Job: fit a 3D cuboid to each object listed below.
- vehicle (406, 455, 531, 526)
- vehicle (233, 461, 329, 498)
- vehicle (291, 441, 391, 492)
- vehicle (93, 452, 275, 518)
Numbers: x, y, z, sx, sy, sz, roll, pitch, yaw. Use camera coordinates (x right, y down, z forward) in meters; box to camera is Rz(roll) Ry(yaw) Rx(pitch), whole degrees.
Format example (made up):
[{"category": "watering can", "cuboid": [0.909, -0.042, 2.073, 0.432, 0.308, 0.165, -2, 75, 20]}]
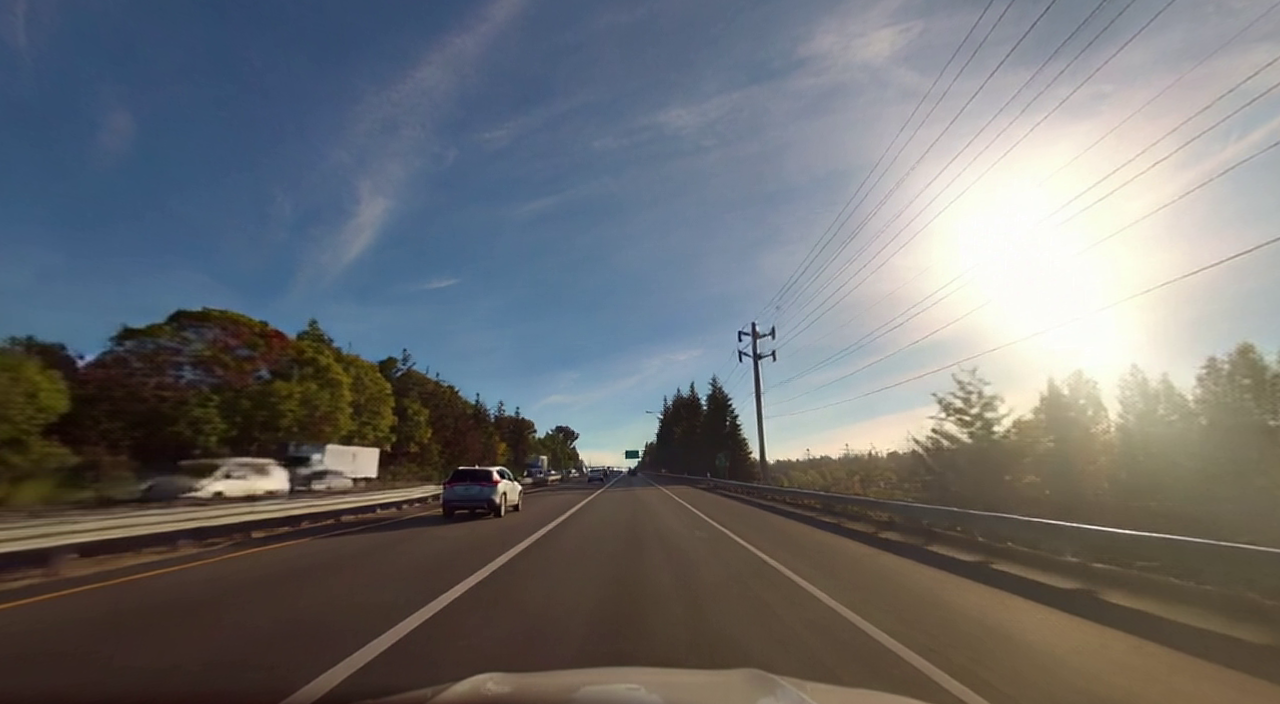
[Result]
[{"category": "vehicle", "cuboid": [-4.123, 3.430, 15.965, 1.963, 1.501, 4.227, 1, -11, 0]}, {"category": "vehicle", "cuboid": [-16.266, 5.803, 28.825, 1.955, 1.492, 4.131, 1, -11, -1]}, {"category": "vehicle", "cuboid": [-16.477, 6.411, 35.218, 2.578, 2.546, 5.944, 1, -11, 0]}, {"category": "vehicle", "cuboid": [-12.779, 3.766, 18.108, 1.949, 1.624, 4.291, 1, -11, 0]}]
